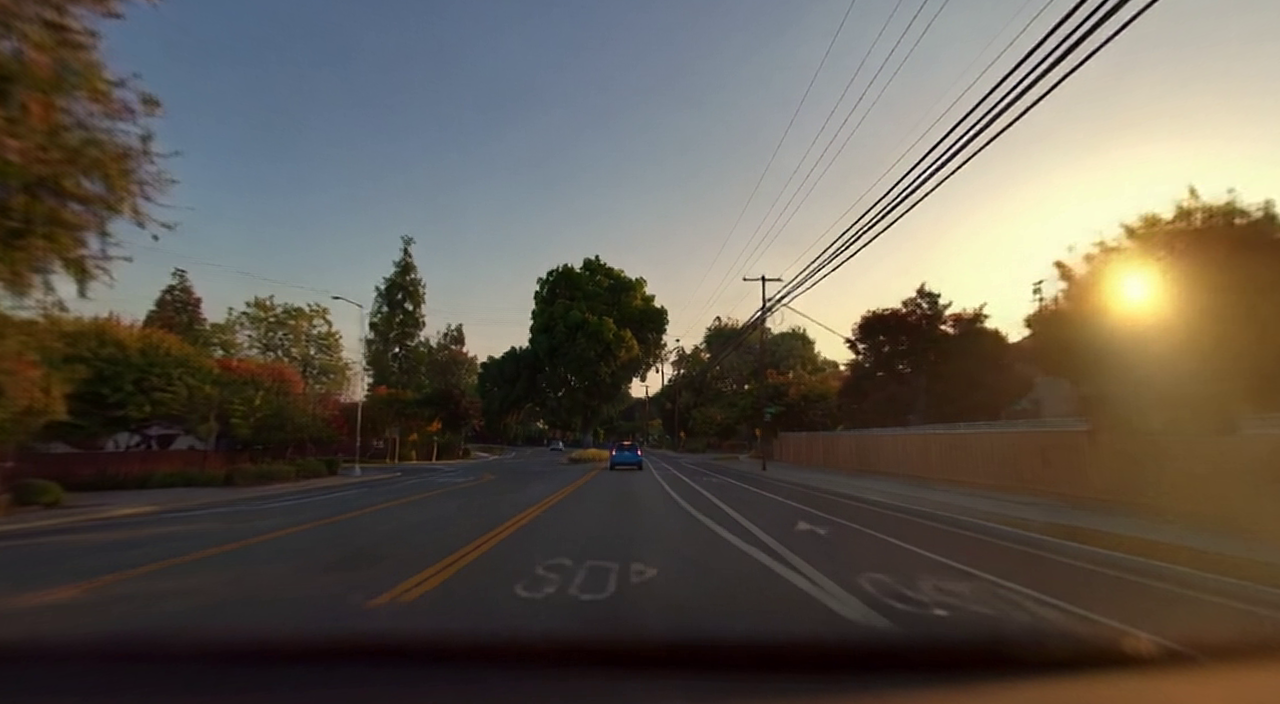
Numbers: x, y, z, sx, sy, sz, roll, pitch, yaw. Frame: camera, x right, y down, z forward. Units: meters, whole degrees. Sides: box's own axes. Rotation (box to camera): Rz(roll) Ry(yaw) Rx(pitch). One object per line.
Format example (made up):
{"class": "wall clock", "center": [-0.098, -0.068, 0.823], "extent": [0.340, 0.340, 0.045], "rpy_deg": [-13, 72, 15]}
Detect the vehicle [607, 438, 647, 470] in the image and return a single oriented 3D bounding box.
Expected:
{"class": "vehicle", "center": [-0.718, 5.745, 35.812], "extent": [2.139, 1.699, 3.916], "rpy_deg": [0, -8, -1]}
